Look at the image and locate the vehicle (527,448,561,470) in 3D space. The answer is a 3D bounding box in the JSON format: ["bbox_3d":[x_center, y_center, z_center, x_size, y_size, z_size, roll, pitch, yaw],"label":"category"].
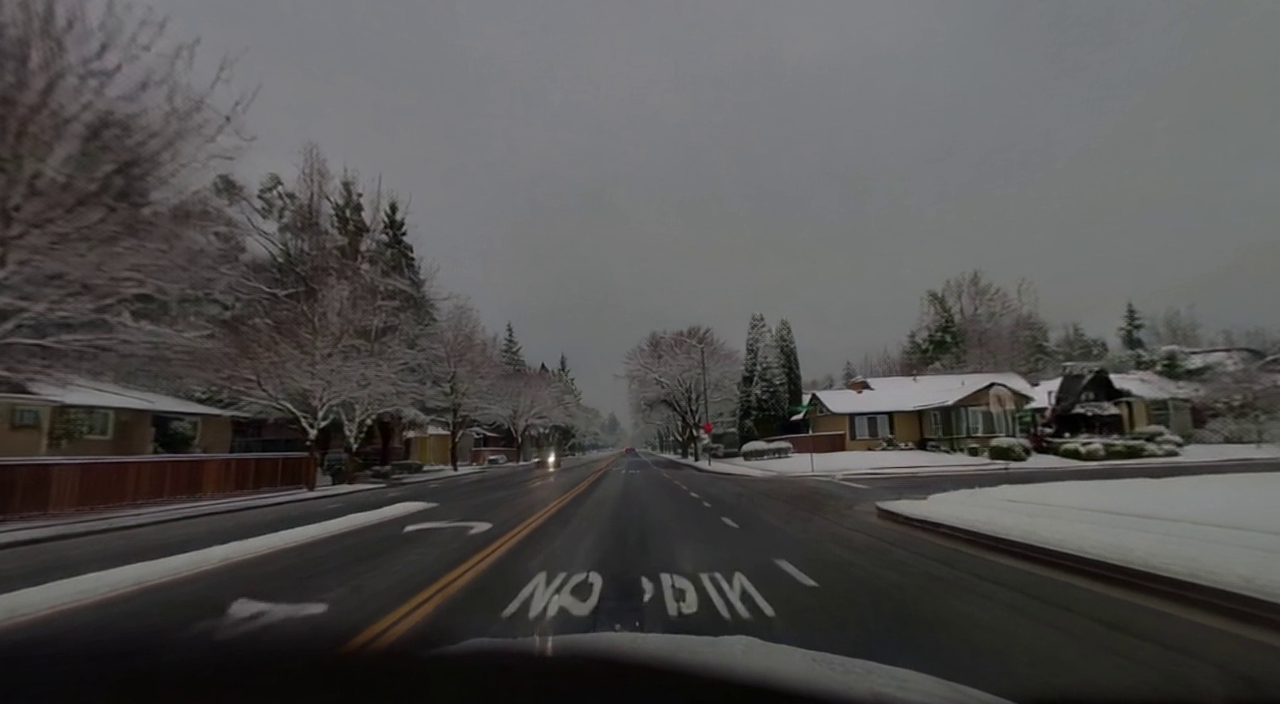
[{"bbox_3d":[-7.542,8.444,49.924,1.994,1.646,4.276,0,-8,0],"label":"vehicle"}]
